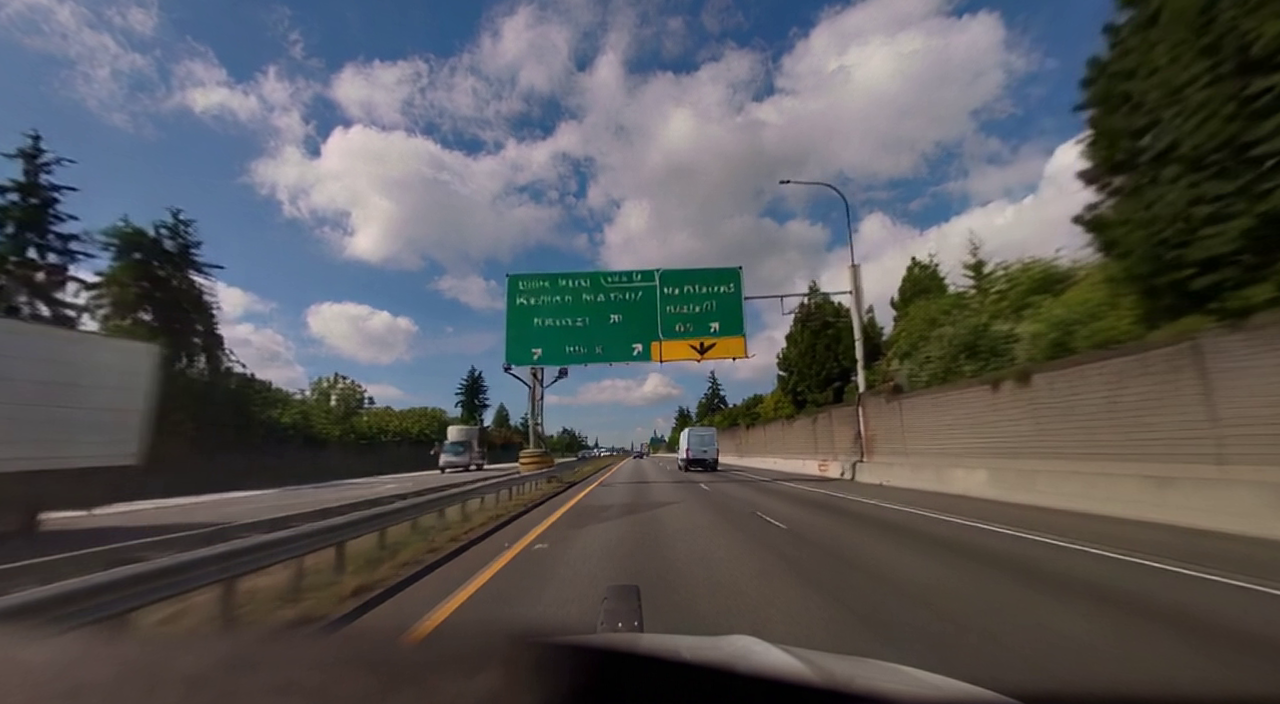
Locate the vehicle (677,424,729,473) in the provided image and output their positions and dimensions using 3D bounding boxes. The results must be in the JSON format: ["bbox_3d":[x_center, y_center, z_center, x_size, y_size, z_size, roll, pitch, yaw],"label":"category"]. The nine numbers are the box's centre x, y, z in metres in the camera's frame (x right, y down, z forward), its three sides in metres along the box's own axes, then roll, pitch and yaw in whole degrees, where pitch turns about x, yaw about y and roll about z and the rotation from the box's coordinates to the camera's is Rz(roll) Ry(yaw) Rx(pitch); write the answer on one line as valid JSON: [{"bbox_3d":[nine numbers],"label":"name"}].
[{"bbox_3d":[3.888,6.127,40.043,2.449,2.805,6.763,0,-9,-1],"label":"vehicle"}]

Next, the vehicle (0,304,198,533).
[{"bbox_3d":[-12.763,0.856,8.983,3.219,3.940,13.412,0,-9,0],"label":"vehicle"}]
